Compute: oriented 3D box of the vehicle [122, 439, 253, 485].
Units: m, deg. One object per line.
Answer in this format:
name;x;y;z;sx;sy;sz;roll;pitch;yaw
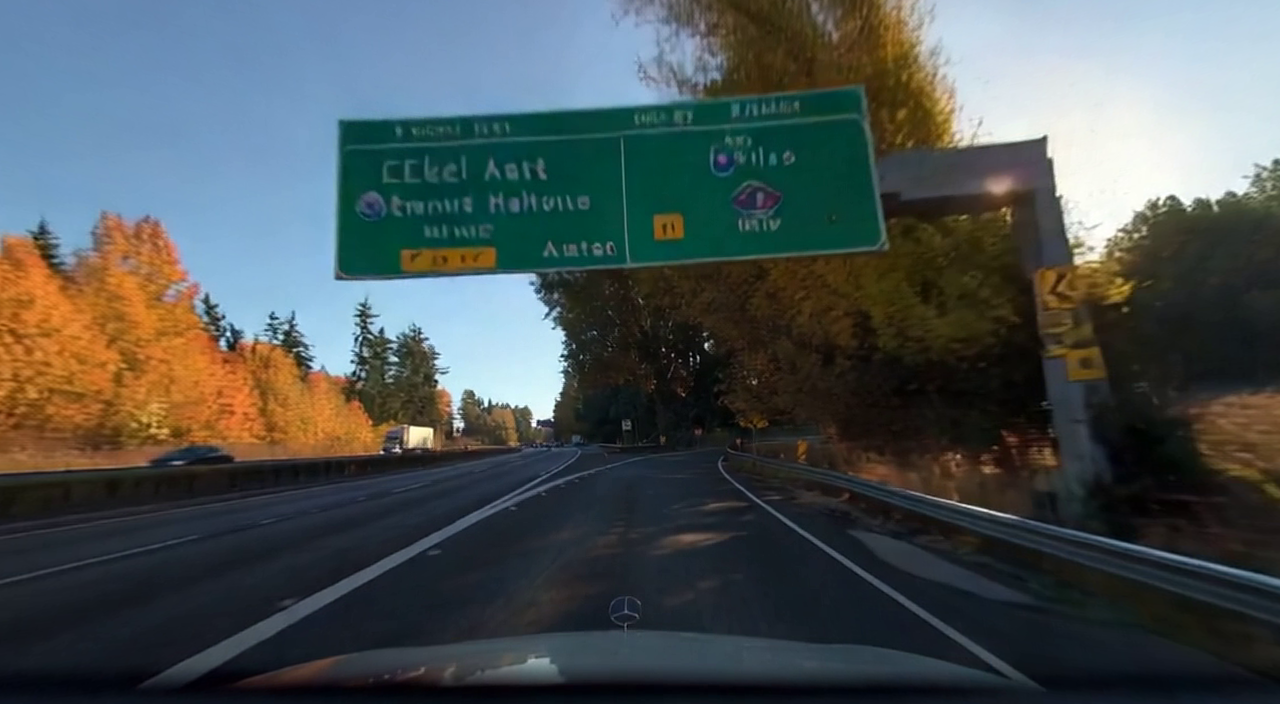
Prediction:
vehicle;-17.721;4.319;24.925;1.926;1.617;4.566;0;-9;-2
